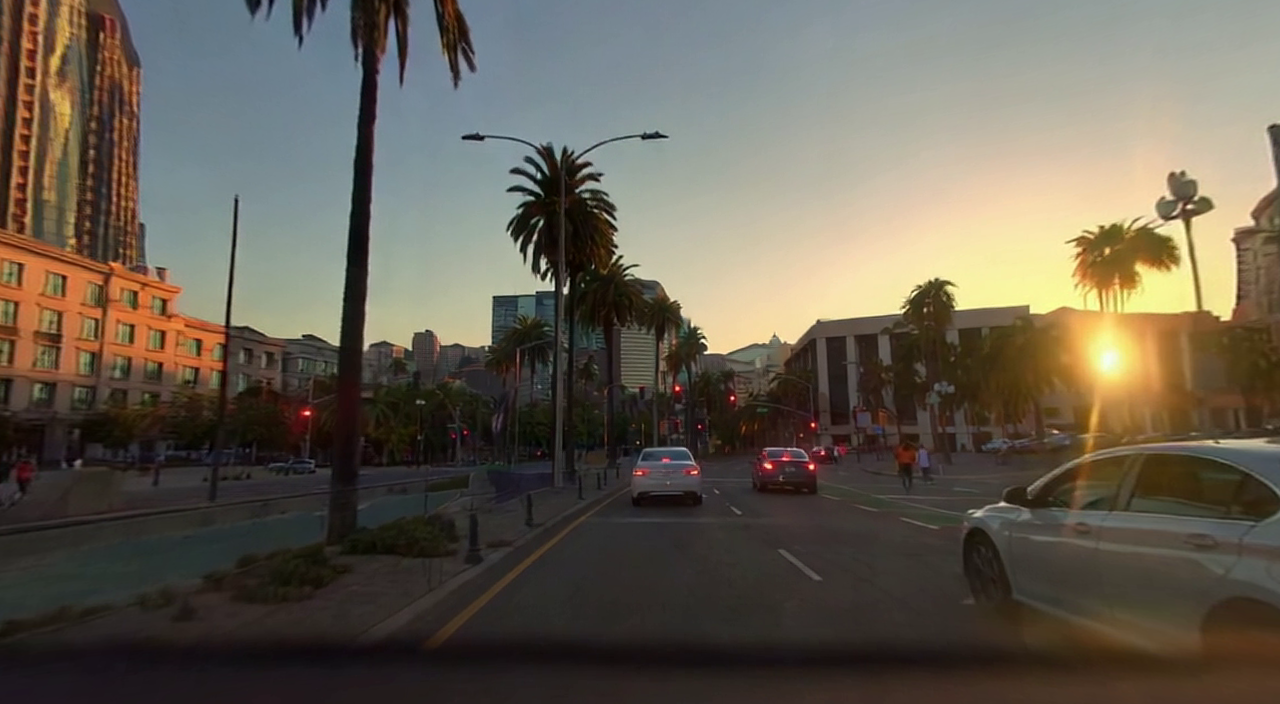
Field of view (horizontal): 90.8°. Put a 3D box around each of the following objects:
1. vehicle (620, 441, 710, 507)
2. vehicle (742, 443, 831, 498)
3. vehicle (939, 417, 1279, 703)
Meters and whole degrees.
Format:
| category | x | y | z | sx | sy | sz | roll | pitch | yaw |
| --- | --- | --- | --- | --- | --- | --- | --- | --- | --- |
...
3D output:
| category | x | y | z | sx | sy | sz | roll | pitch | yaw |
| --- | --- | --- | --- | --- | --- | --- | --- | --- | --- |
| vehicle | 0.702 | 3.129 | 16.604 | 2.078 | 1.503 | 3.681 | -1 | -9 | 4 |
| vehicle | 4.341 | 3.556 | 19.396 | 1.920 | 1.490 | 4.417 | -1 | -9 | 4 |
| vehicle | 3.887 | 1.203 | 3.983 | 1.913 | 1.469 | 4.425 | -1 | -9 | 2 |
